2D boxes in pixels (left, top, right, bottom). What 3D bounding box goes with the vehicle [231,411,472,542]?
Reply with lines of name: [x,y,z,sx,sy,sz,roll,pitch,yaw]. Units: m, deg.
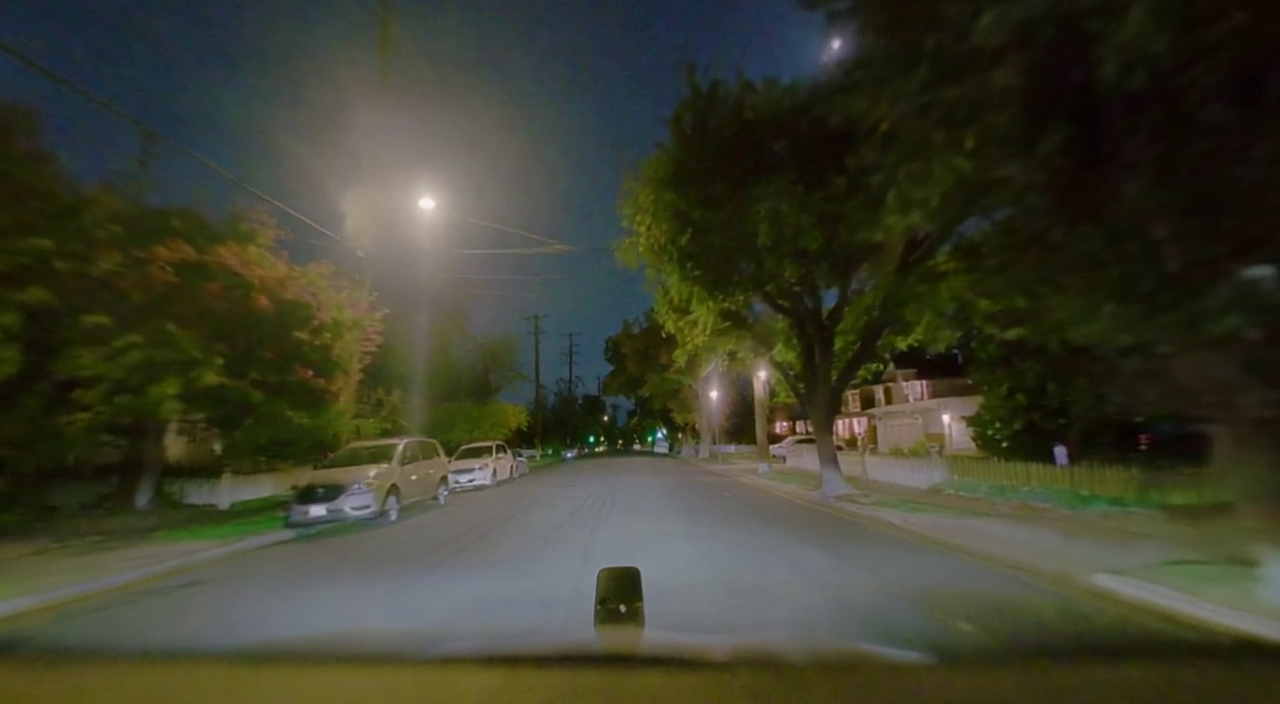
vehicle: [-5.605,2.471,13.472,2.411,1.979,5.915,-4,-8,0]

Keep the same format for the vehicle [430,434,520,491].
vehicle: [-6.005,4.034,23.685,2.015,1.766,5.450,-3,-8,-2]

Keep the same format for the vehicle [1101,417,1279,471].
vehicle: [17.770,2.933,20.169,4.372,1.490,2.032,-2,-9,1]
